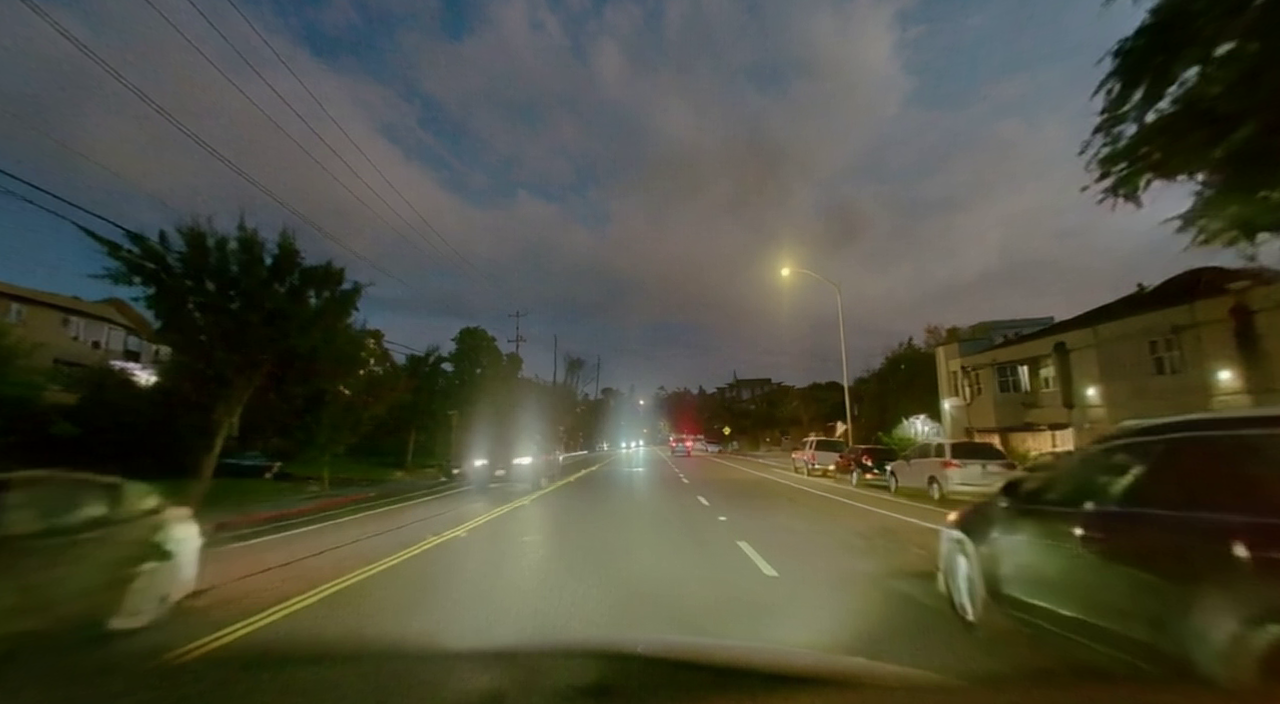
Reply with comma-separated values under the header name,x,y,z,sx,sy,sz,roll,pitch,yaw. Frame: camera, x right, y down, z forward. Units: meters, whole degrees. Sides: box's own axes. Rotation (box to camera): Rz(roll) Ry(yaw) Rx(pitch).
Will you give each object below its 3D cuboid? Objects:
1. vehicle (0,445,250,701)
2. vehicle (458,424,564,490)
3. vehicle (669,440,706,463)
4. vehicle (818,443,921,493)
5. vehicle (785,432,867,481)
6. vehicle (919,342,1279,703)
name,x,y,z,sx,sy,sz,roll,pitch,yaw
vehicle,-4.723,1.314,3.823,1.989,1.474,4.112,-1,-9,2
vehicle,-4.429,3.758,22.892,2.435,2.069,5.772,-1,-8,2
vehicle,3.247,6.963,44.353,2.059,1.489,4.629,0,-8,-2
vehicle,7.741,3.920,21.808,1.862,1.492,4.571,1,-8,0
vehicle,8.084,4.599,28.008,2.133,1.911,5.455,-1,-8,2
vehicle,3.311,0.897,2.795,2.004,1.704,4.573,0,-9,0
